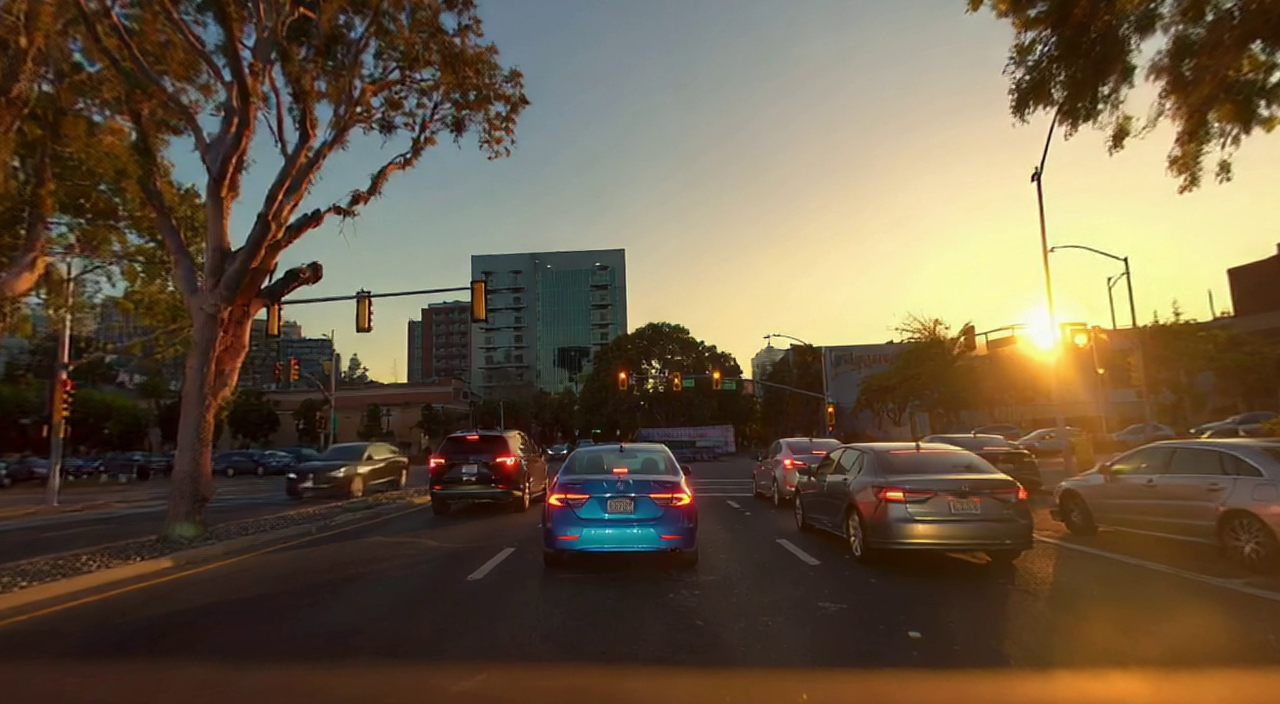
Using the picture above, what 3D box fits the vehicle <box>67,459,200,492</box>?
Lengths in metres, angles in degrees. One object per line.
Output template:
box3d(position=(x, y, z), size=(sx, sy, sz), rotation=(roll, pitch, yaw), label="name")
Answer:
box3d(position=(-25.269, 6.144, 31.738), size=(4.679, 1.488, 2.052), rotation=(2, -9, -13), label="vehicle")

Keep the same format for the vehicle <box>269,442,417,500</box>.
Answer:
box3d(position=(-8.505, 3.423, 18.678), size=(1.966, 1.469, 4.714), rotation=(0, -9, 2), label="vehicle")

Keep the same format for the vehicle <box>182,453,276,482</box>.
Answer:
box3d(position=(-24.720, 6.972, 38.117), size=(4.238, 1.671, 1.898), rotation=(2, -9, -10), label="vehicle")

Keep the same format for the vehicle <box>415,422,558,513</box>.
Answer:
box3d(position=(-3.437, 2.709, 15.387), size=(2.160, 1.823, 5.115), rotation=(0, -8, 1), label="vehicle")

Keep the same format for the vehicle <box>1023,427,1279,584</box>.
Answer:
box3d(position=(7.198, 1.737, 7.820), size=(2.004, 1.508, 4.646), rotation=(0, -8, 0), label="vehicle")

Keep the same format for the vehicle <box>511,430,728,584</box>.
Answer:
box3d(position=(-0.177, 1.802, 8.157), size=(2.098, 1.477, 3.897), rotation=(0, -8, 1), label="vehicle")

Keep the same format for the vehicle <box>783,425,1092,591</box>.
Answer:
box3d(position=(3.237, 1.757, 8.001), size=(2.020, 1.513, 4.120), rotation=(0, -8, 2), label="vehicle")
